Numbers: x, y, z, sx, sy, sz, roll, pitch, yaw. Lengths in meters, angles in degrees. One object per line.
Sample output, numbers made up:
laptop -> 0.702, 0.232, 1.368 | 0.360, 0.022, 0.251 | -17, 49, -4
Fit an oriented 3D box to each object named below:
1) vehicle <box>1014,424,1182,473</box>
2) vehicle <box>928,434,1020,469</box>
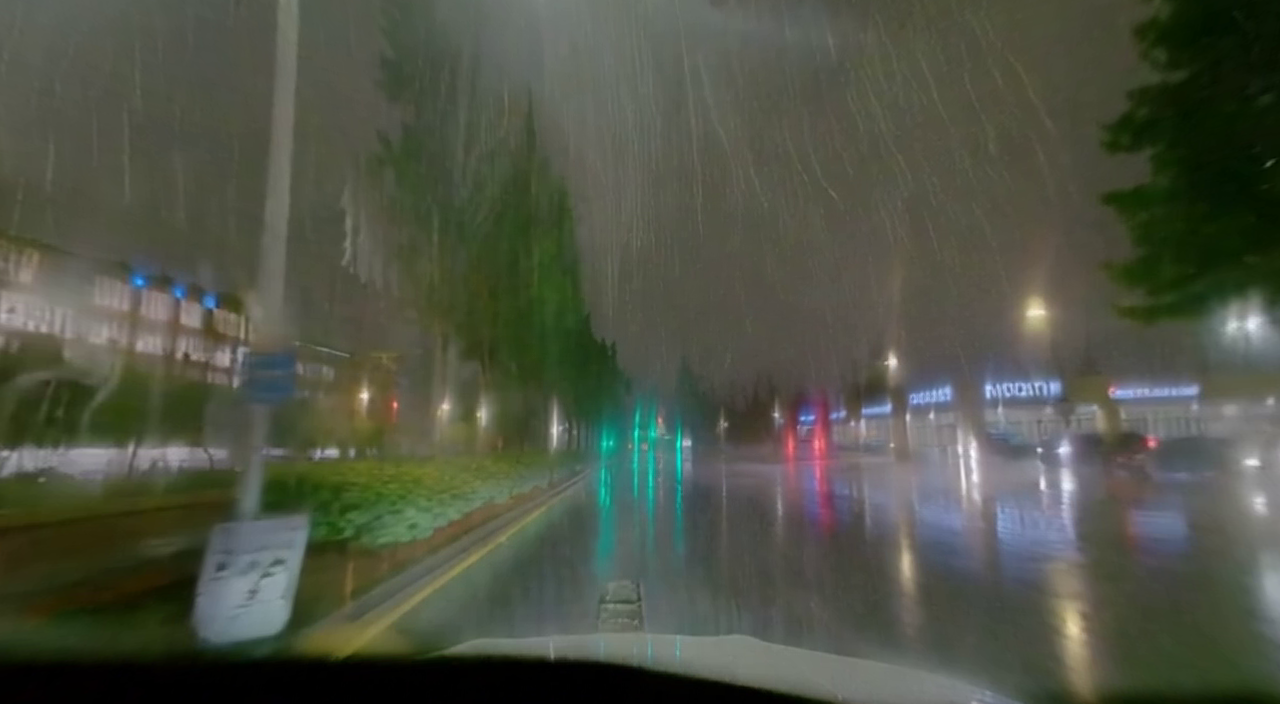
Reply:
vehicle -> 19.225, 4.090, 26.839 | 2.151, 1.838, 5.534 | 3, -9, -15
vehicle -> 19.256, 5.767, 36.659 | 2.179, 1.767, 5.837 | -2, -8, 0
